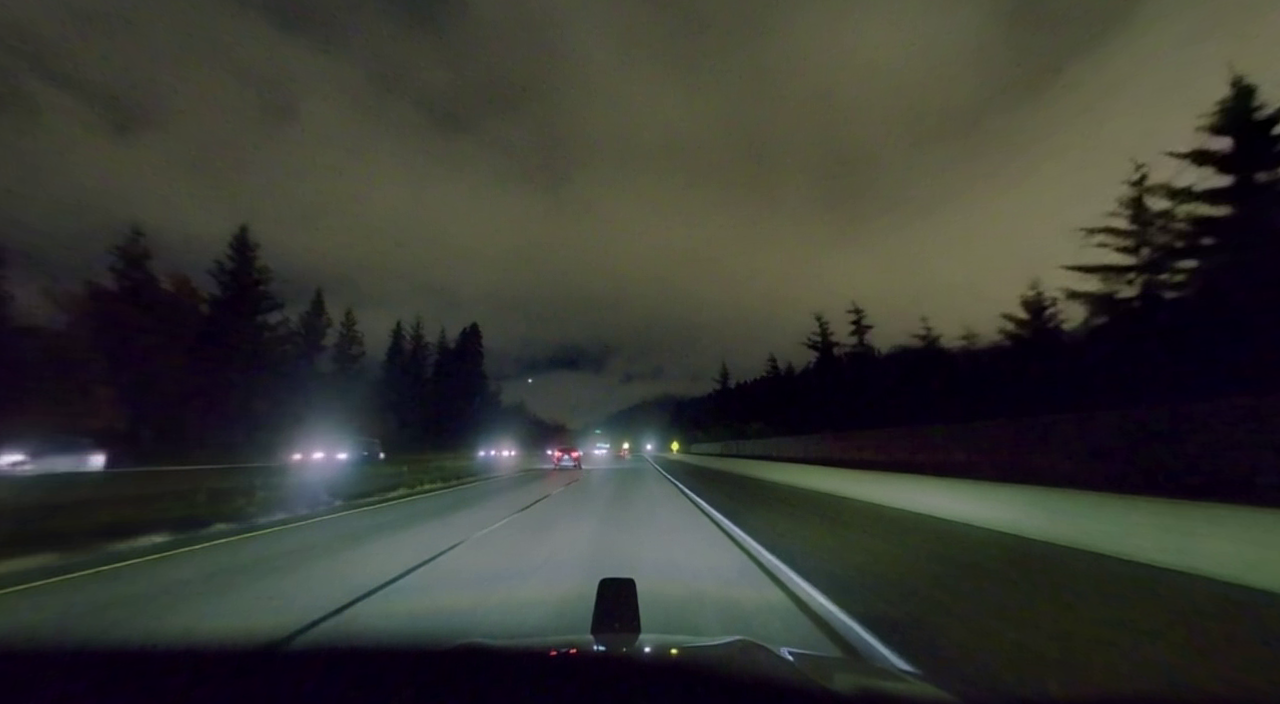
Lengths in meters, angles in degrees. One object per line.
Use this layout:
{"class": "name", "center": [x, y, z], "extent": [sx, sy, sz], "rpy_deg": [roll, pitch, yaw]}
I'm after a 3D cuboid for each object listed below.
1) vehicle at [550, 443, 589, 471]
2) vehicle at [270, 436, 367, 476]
{"class": "vehicle", "center": [-4.499, 6.810, 40.723], "extent": [2.098, 1.692, 4.038], "rpy_deg": [0, -9, -1]}
{"class": "vehicle", "center": [-12.981, 4.220, 25.602], "extent": [1.842, 1.495, 3.909], "rpy_deg": [0, -9, 0]}
